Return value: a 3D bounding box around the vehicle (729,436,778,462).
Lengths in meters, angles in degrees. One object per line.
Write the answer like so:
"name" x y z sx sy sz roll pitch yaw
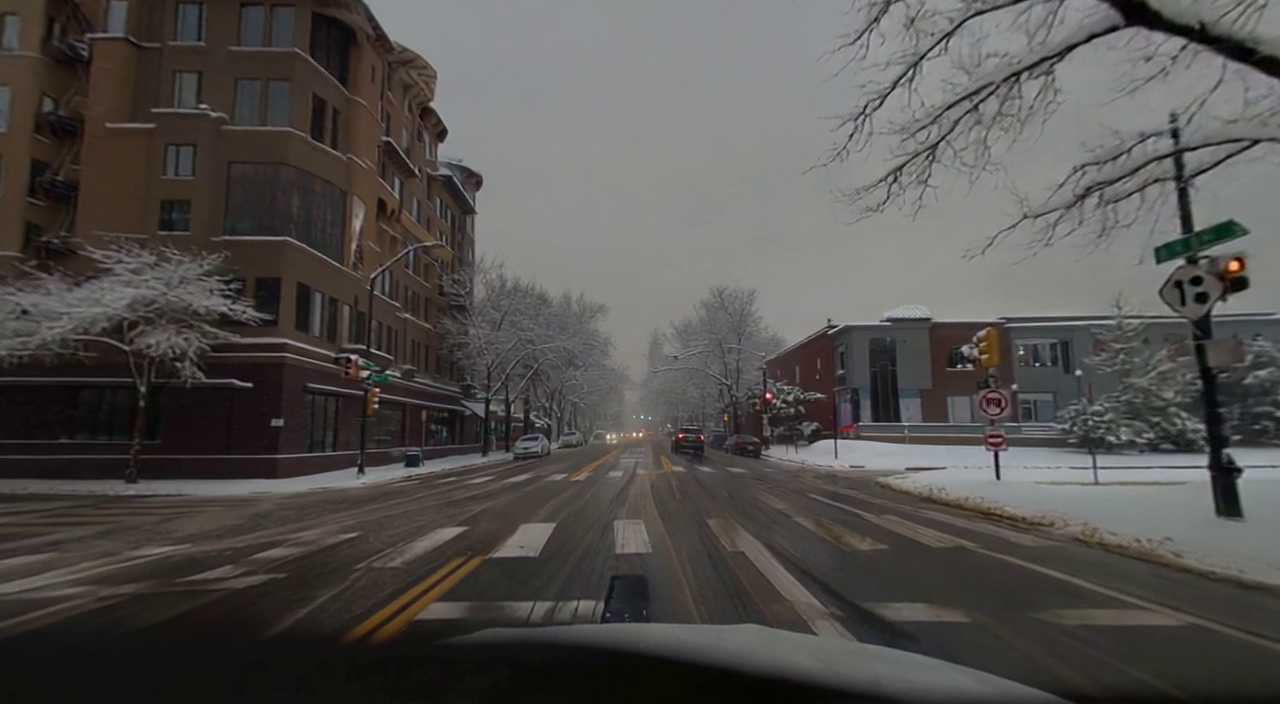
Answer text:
"vehicle" 6.903 5.948 38.816 1.997 1.510 4.455 1 -8 -2

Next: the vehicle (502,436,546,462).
"vehicle" -7.275 6.128 39.965 2.127 1.533 4.547 -1 -8 -3
